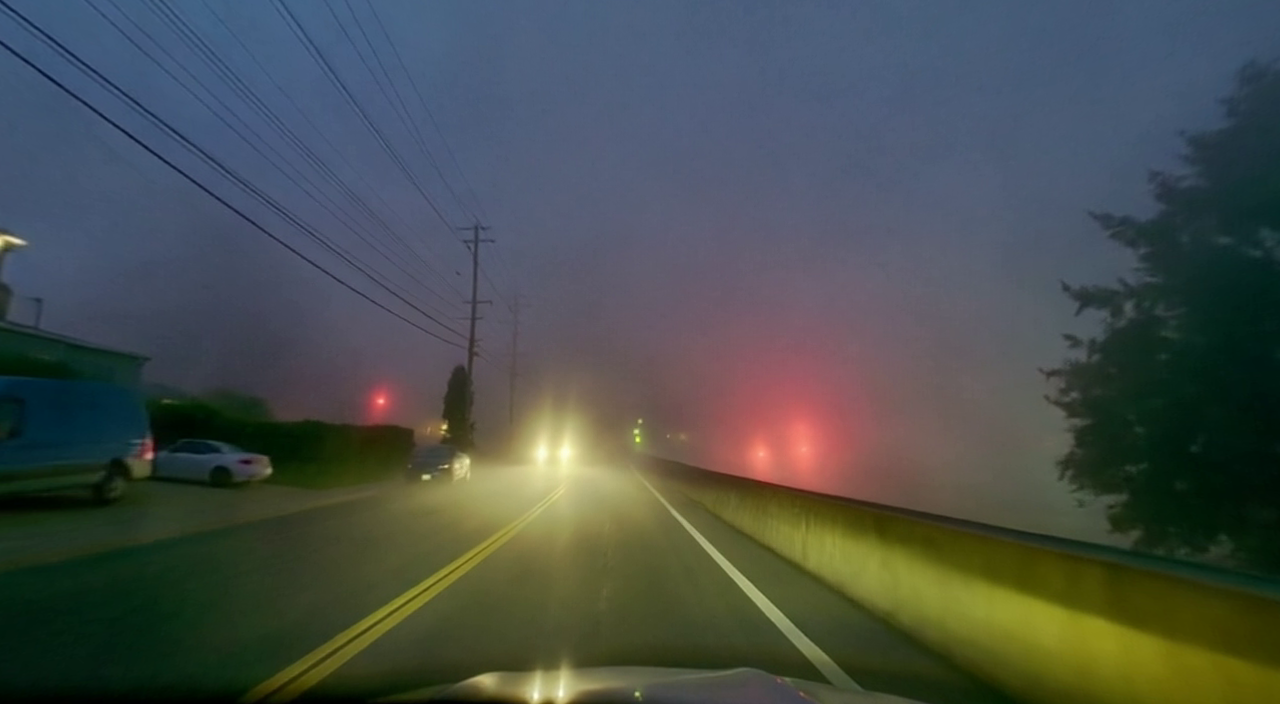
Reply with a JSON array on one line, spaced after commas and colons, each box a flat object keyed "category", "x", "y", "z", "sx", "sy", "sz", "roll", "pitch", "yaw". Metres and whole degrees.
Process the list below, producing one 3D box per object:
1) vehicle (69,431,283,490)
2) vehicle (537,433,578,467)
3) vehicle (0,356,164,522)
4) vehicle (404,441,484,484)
[{"category": "vehicle", "x": -13.286, "y": 3.118, "z": 18.369, "sx": 4.524, "sy": 1.592, "sz": 1.955, "roll": 1, "pitch": -9, "yaw": -6}, {"category": "vehicle", "x": -4.904, "y": 5.904, "z": 38.083, "sx": 2.057, "sy": 1.905, "sz": 4.670, "roll": 0, "pitch": -8, "yaw": -2}, {"category": "vehicle", "x": -11.787, "y": 1.612, "z": 11.499, "sx": 2.451, "sy": 2.641, "sz": 5.869, "roll": 1, "pitch": -9, "yaw": -10}, {"category": "vehicle", "x": -7.674, "y": 4.367, "z": 25.287, "sx": 1.863, "sy": 1.522, "sz": 4.901, "roll": 0, "pitch": -8, "yaw": -3}]
